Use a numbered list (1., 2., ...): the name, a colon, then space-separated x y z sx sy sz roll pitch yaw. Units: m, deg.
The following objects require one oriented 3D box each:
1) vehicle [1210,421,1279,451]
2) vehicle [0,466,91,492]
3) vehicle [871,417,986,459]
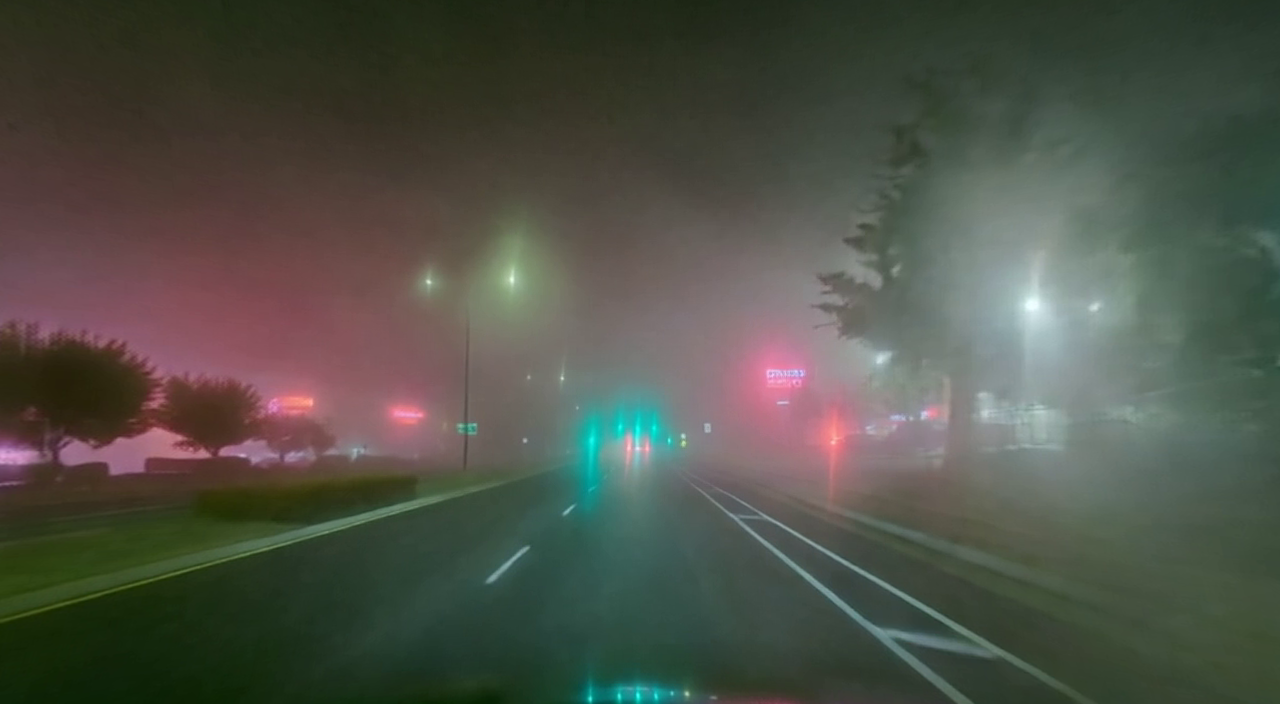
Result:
1. vehicle: 33.196 4.490 33.761 1.780 1.456 4.390 -6 -10 8
2. vehicle: -36.982 7.856 39.187 4.104 1.470 1.828 0 -8 1
3. vehicle: 13.801 4.159 30.386 4.514 1.929 1.991 0 -8 -4
